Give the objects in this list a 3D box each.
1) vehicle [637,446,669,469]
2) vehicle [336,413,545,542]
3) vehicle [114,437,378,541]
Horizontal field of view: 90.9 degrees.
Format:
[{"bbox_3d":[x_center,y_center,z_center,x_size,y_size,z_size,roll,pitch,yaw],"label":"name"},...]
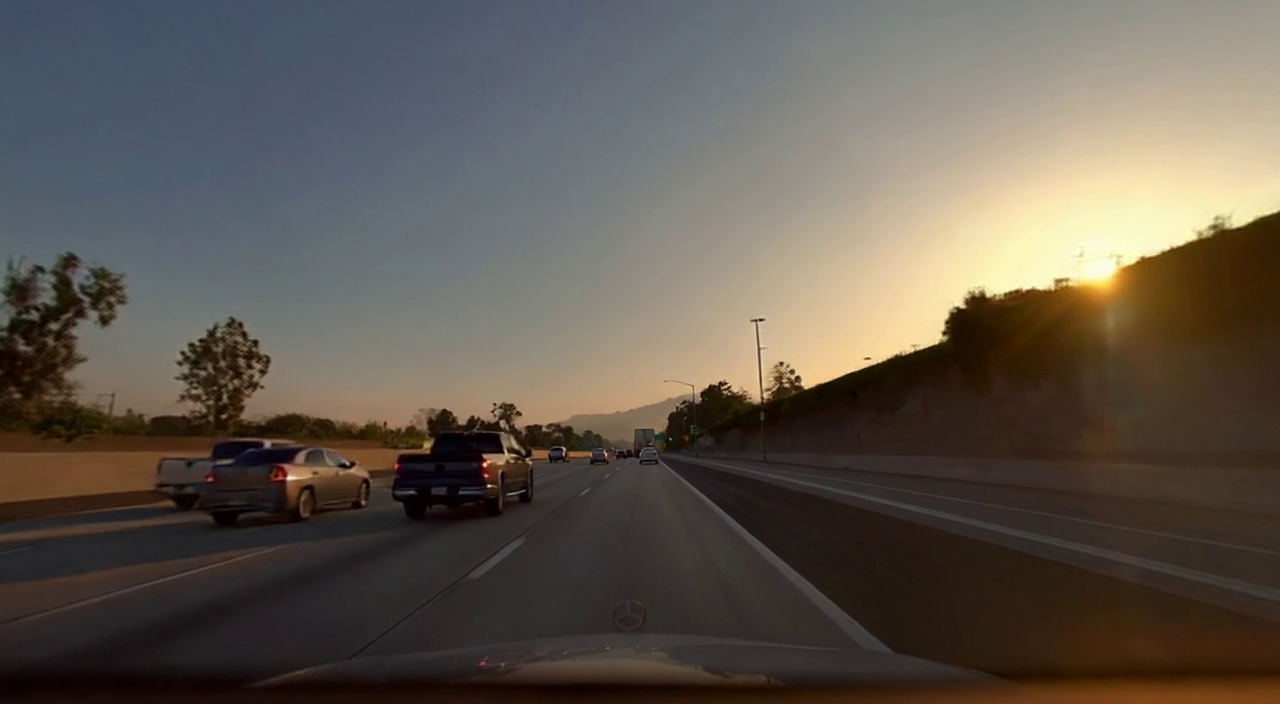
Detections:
[{"bbox_3d":[0.836,7.017,42.174,2.073,1.480,4.343,0,-9,0],"label":"vehicle"},{"bbox_3d":[-3.172,2.127,11.339,2.124,1.787,4.830,0,-9,0],"label":"vehicle"},{"bbox_3d":[-6.590,2.302,11.293,1.887,1.475,4.316,0,-9,1],"label":"vehicle"}]
